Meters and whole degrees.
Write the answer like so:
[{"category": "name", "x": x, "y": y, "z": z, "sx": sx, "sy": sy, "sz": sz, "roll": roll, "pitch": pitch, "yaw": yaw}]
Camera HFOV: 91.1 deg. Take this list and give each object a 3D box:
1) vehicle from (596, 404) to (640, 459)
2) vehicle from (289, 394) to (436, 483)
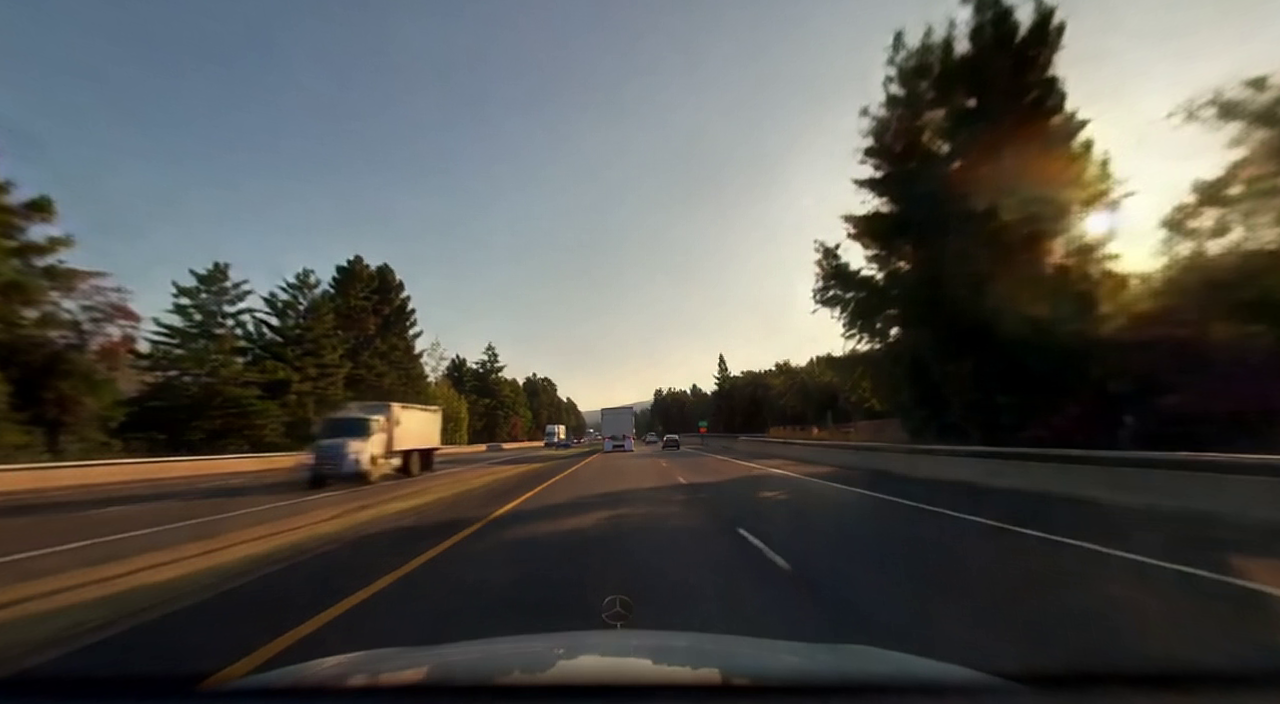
[{"category": "vehicle", "x": -1.391, "y": 4.980, "z": 39.203, "sx": 2.450, "sy": 3.098, "sz": 6.965, "roll": 0, "pitch": -8, "yaw": -2}, {"category": "vehicle", "x": -9.819, "y": 3.152, "z": 23.106, "sx": 2.568, "sy": 2.809, "sz": 6.308, "roll": 0, "pitch": -8, "yaw": -1}]
